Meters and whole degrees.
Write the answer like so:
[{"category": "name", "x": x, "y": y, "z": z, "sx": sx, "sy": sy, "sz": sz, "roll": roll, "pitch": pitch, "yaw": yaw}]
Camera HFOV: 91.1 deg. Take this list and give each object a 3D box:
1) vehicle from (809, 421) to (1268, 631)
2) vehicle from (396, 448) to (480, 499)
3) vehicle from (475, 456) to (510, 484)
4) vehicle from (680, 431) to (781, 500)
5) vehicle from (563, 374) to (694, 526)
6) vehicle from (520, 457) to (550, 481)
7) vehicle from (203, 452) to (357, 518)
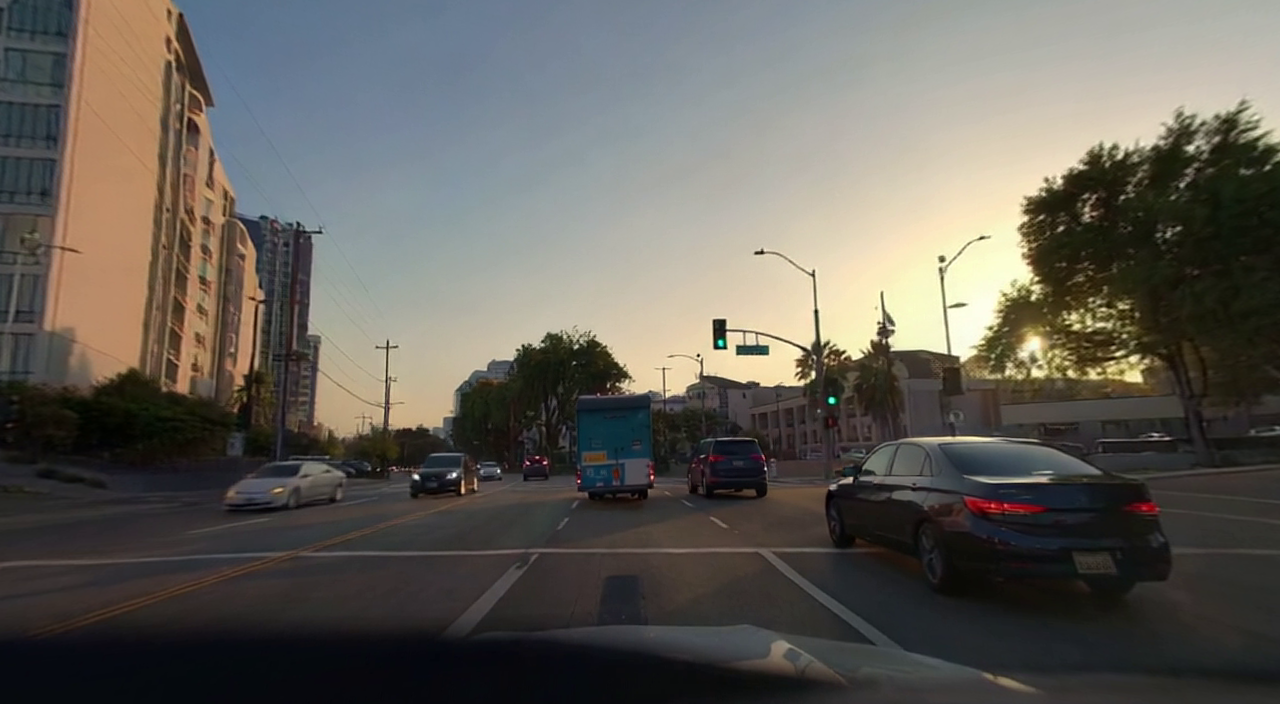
[{"category": "vehicle", "x": 3.543, "y": 1.607, "z": 6.952, "sx": 1.978, "sy": 1.507, "sz": 4.636, "roll": 0, "pitch": -8, "yaw": -1}, {"category": "vehicle", "x": -6.834, "y": 4.112, "z": 21.694, "sx": 1.810, "sy": 1.546, "sz": 3.981, "roll": 0, "pitch": -8, "yaw": -4}, {"category": "vehicle", "x": -9.281, "y": 7.436, "z": 39.798, "sx": 1.801, "sy": 1.524, "sz": 3.974, "roll": 1, "pitch": -8, "yaw": -9}, {"category": "vehicle", "x": 2.775, "y": 3.660, "z": 20.826, "sx": 2.157, "sy": 1.944, "sz": 5.423, "roll": 1, "pitch": -8, "yaw": -5}, {"category": "vehicle", "x": -0.485, "y": 2.338, "z": 15.352, "sx": 2.517, "sy": 2.926, "sz": 6.177, "roll": 1, "pitch": -8, "yaw": -5}, {"category": "vehicle", "x": -7.747, "y": 8.546, "z": 46.138, "sx": 2.033, "sy": 1.555, "sz": 4.408, "roll": 1, "pitch": -9, "yaw": -10}, {"category": "vehicle", "x": -9.750, "y": 3.584, "z": 17.454, "sx": 1.983, "sy": 1.543, "sz": 4.188, "roll": 0, "pitch": -8, "yaw": -4}]
